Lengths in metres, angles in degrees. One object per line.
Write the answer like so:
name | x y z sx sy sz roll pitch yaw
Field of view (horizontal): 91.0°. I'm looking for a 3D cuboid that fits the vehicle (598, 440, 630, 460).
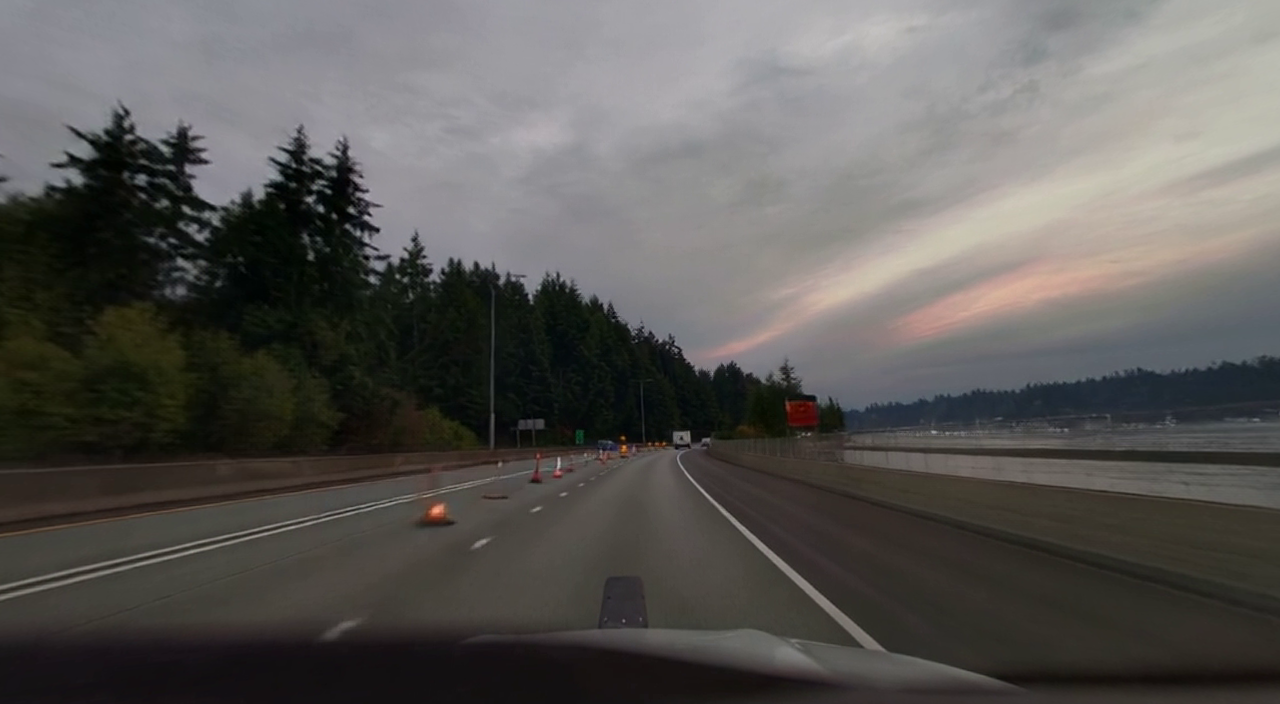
vehicle | -1.903 7.326 47.232 2.118 1.475 4.263 0 -8 2
